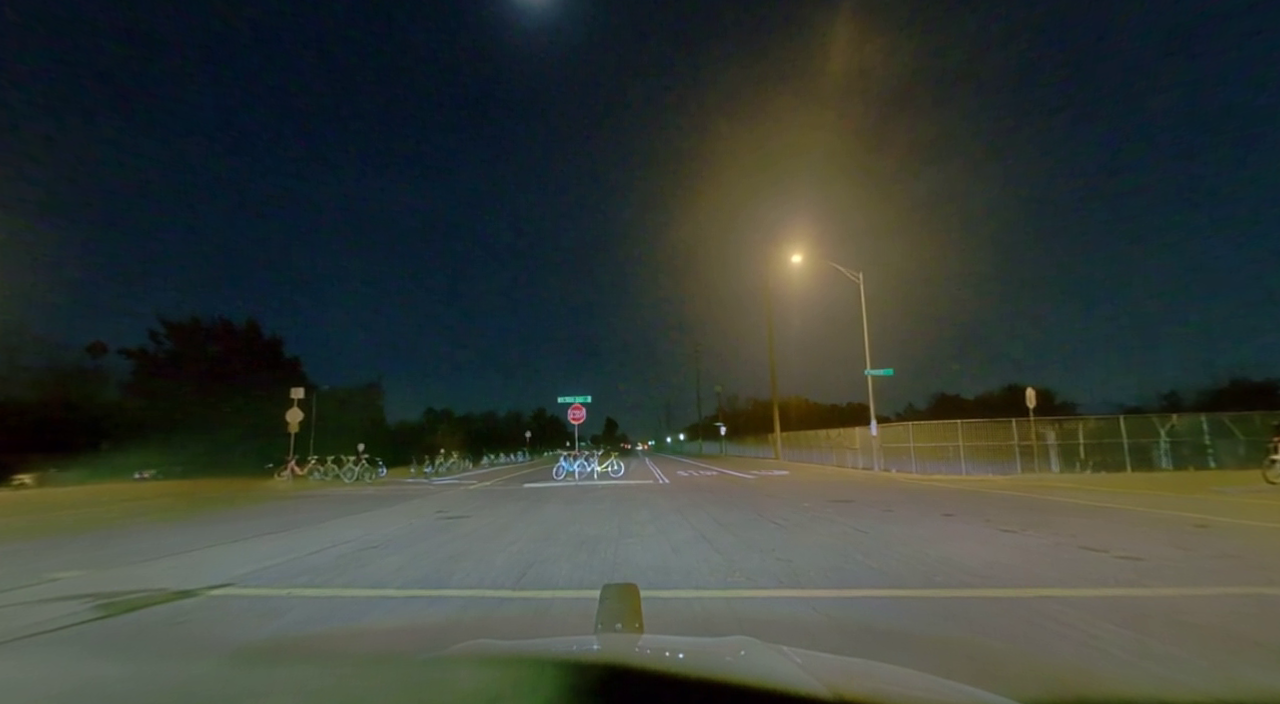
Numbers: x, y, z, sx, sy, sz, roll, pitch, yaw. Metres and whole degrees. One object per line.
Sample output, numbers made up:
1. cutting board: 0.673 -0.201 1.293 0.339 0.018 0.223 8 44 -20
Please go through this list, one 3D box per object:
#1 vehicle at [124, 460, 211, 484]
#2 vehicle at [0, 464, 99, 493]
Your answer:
1. vehicle: -33.679 8.543 45.131 4.569 1.558 1.903 0 -9 -6
2. vehicle: -34.130 7.232 36.338 4.210 1.528 1.932 0 -9 0
